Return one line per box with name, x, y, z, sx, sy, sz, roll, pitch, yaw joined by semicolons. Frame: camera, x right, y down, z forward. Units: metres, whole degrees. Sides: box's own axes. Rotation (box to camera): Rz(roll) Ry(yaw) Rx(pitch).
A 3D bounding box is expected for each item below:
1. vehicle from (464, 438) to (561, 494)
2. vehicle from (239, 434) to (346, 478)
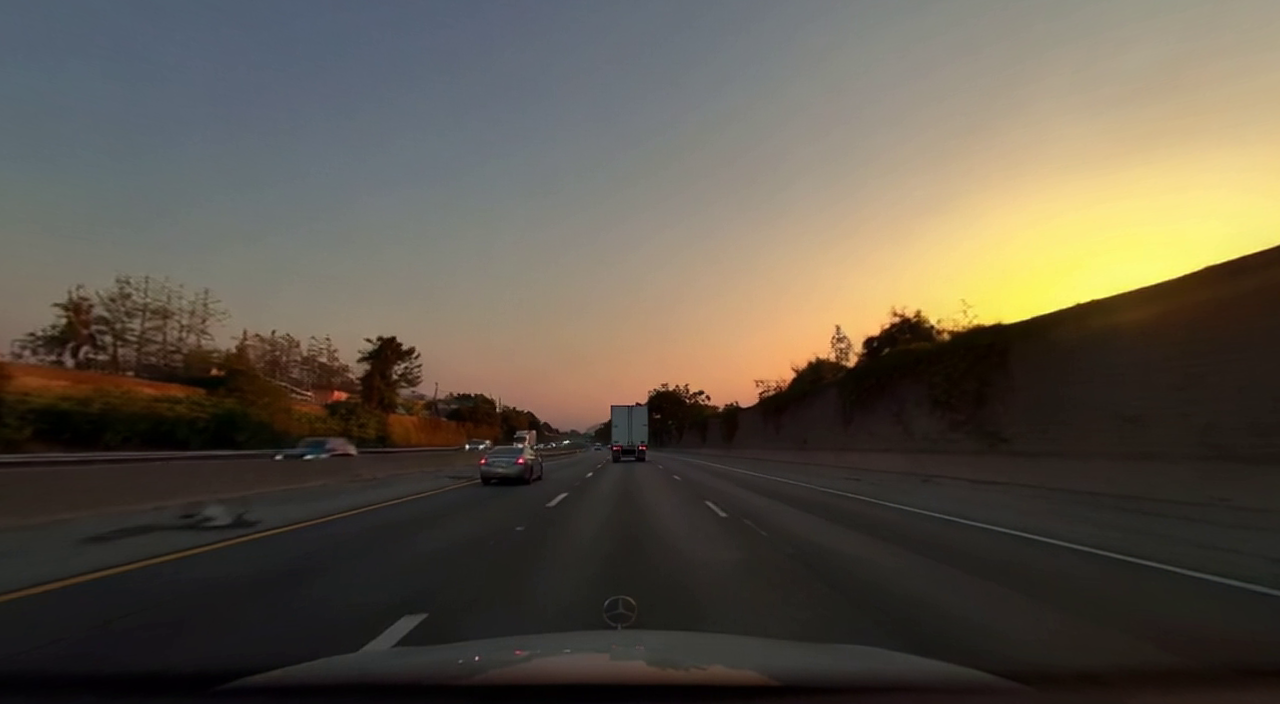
vehicle;-3.780;3.480;19.435;2.057;1.519;4.372;0;-9;1
vehicle;-13.123;3.953;23.989;1.815;1.494;4.002;0;-9;0
